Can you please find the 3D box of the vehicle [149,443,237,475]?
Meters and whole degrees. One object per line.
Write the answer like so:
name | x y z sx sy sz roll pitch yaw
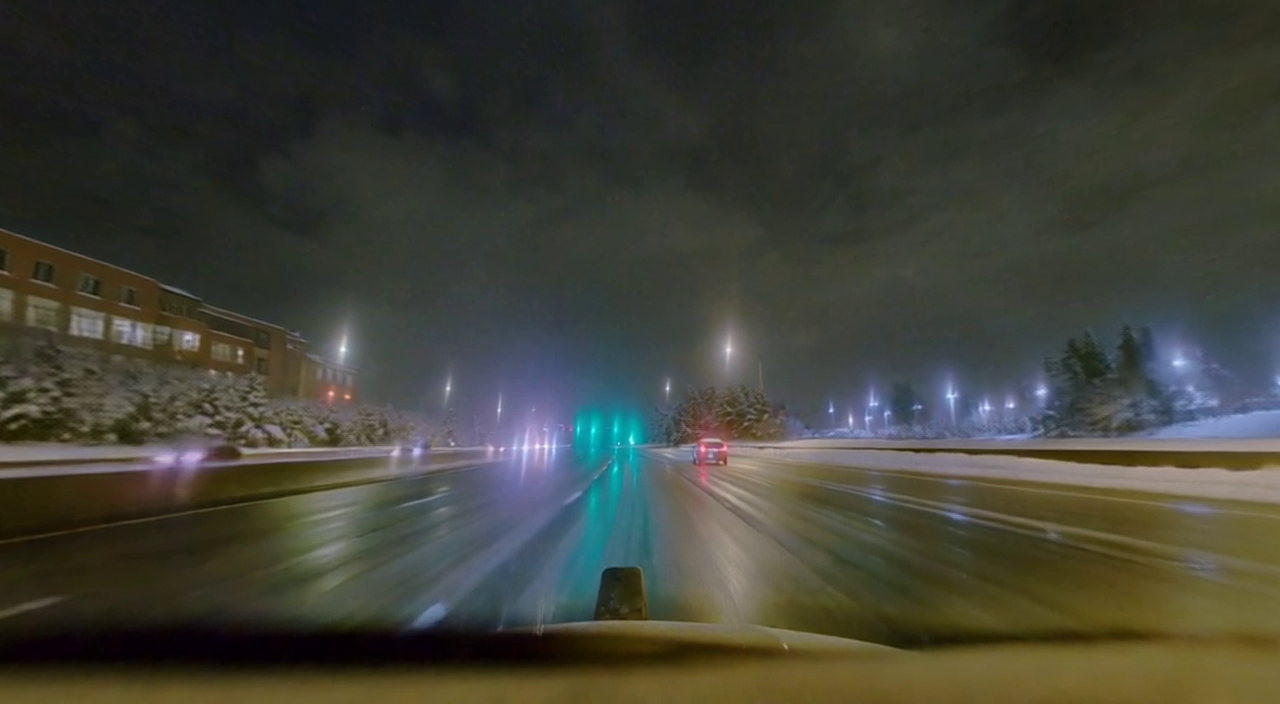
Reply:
vehicle | -24.277 5.791 34.443 1.797 1.594 4.115 0 -8 -1

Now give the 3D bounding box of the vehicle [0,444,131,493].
vehicle | -20.352 3.924 21.648 1.859 1.479 4.733 -1 -8 -1

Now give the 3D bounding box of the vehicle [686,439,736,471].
vehicle | 3.488 5.153 31.784 1.926 1.477 4.025 0 -8 -2

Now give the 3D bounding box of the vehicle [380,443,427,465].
vehicle | -17.324 7.485 46.478 1.855 1.504 4.310 0 -8 -1
